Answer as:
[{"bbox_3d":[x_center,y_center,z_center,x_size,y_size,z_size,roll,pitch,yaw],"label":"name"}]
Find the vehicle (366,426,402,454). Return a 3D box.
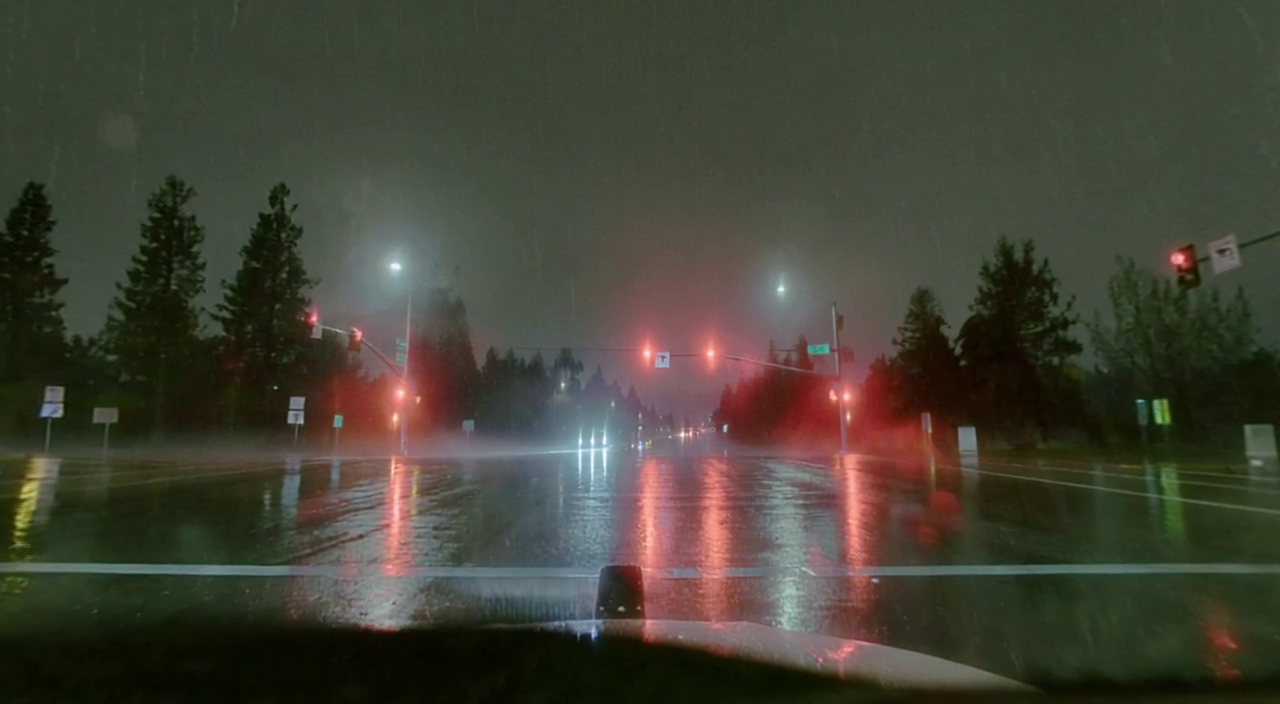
[{"bbox_3d":[-19.972,6.845,48.903,1.873,2.079,2.879,6,-11,-36],"label":"vehicle"}]
